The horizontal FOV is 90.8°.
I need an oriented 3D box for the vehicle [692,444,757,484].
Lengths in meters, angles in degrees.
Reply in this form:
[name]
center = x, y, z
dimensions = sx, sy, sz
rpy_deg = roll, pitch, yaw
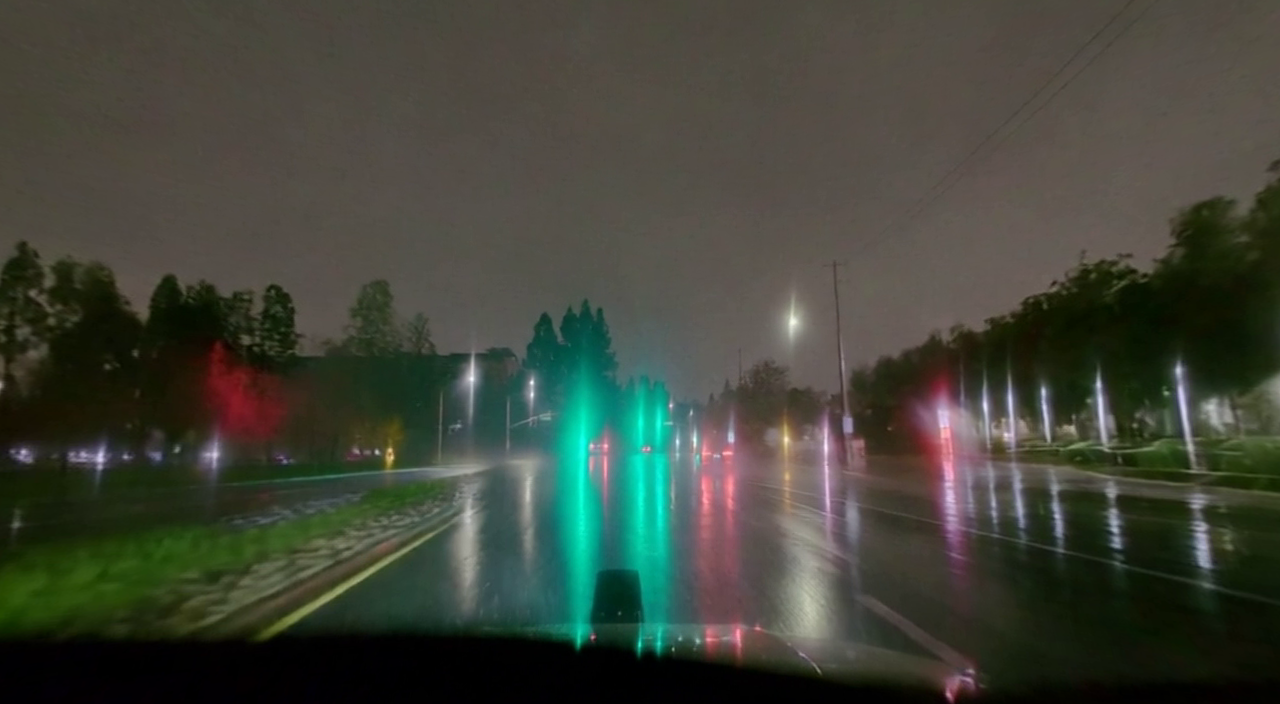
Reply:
[vehicle]
center = 3.364, 4.541, 25.960
dimensions = 1.948, 1.479, 4.620
rpy_deg = 0, -8, -1
